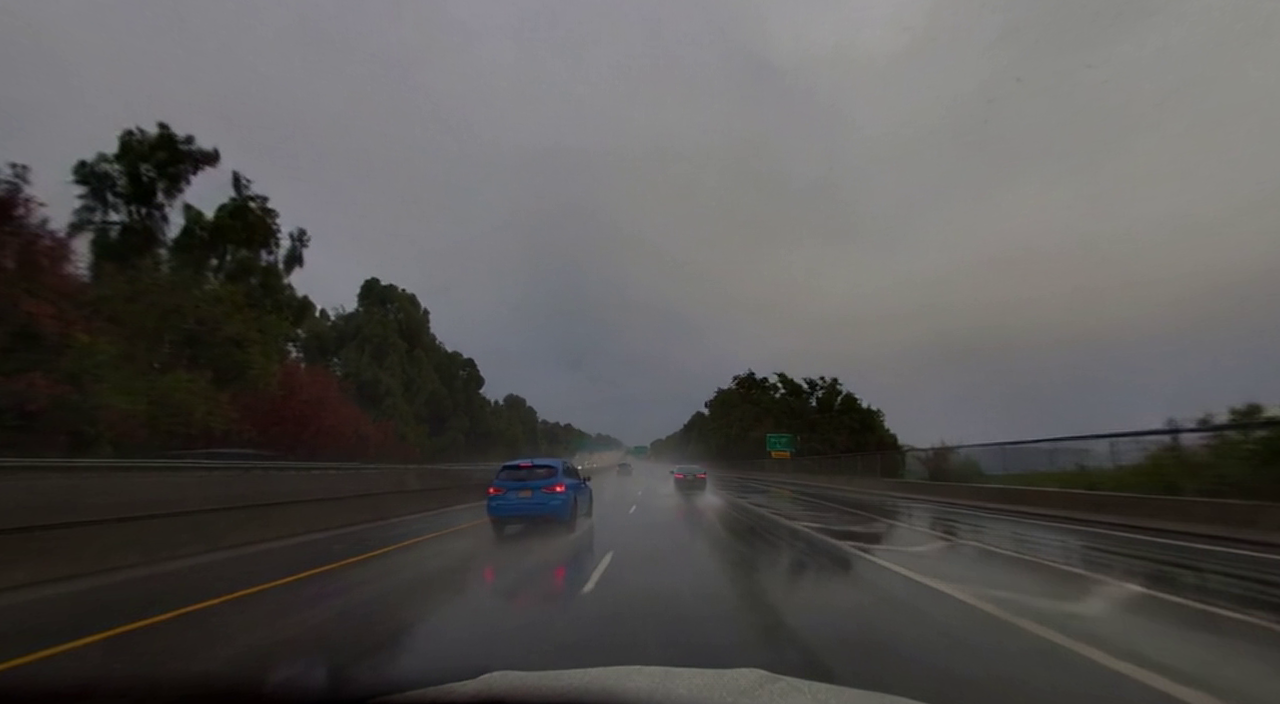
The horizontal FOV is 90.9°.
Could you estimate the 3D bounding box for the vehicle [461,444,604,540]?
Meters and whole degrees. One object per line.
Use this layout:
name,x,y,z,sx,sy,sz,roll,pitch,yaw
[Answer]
vehicle,-2.077,2.966,13.800,2.176,1.678,4.724,0,-10,1

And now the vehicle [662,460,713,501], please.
vehicle,1.964,5.423,26.749,1.905,1.559,3.491,1,-10,0
